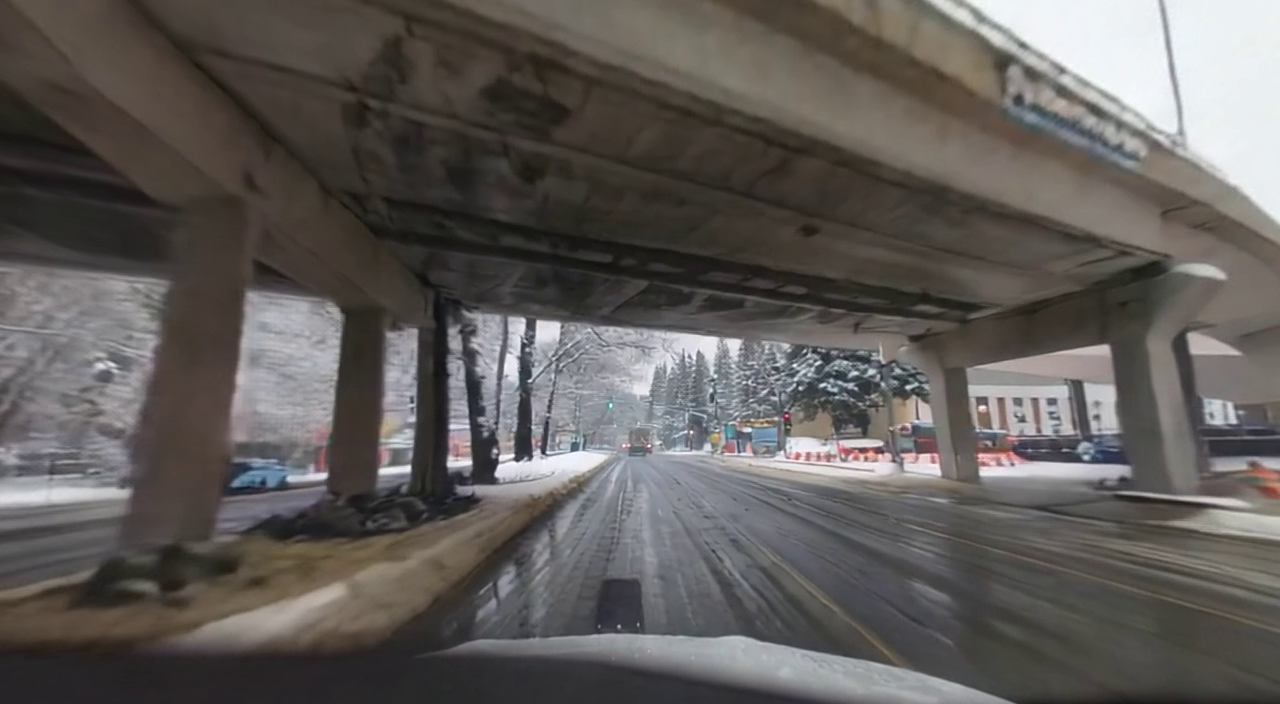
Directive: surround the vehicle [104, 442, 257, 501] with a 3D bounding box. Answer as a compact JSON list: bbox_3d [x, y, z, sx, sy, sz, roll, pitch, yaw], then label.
[{"bbox_3d":[-15.859,4.104,22.364,2.613,1.746,6.093,3,-9,-19],"label":"vehicle"}]
